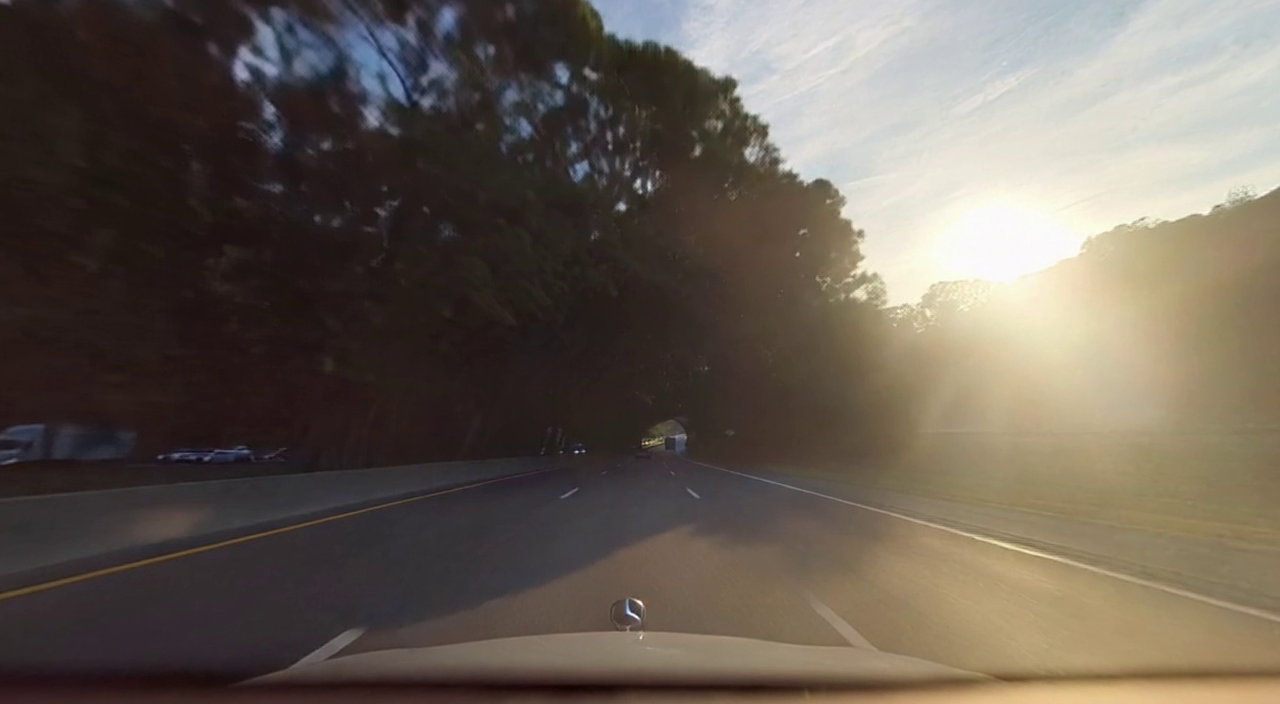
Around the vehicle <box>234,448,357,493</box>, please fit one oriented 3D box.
[{"bbox_3d":[-12.111,4.167,22.541,1.948,1.445,4.306,0,-9,0],"label":"vehicle"}]
